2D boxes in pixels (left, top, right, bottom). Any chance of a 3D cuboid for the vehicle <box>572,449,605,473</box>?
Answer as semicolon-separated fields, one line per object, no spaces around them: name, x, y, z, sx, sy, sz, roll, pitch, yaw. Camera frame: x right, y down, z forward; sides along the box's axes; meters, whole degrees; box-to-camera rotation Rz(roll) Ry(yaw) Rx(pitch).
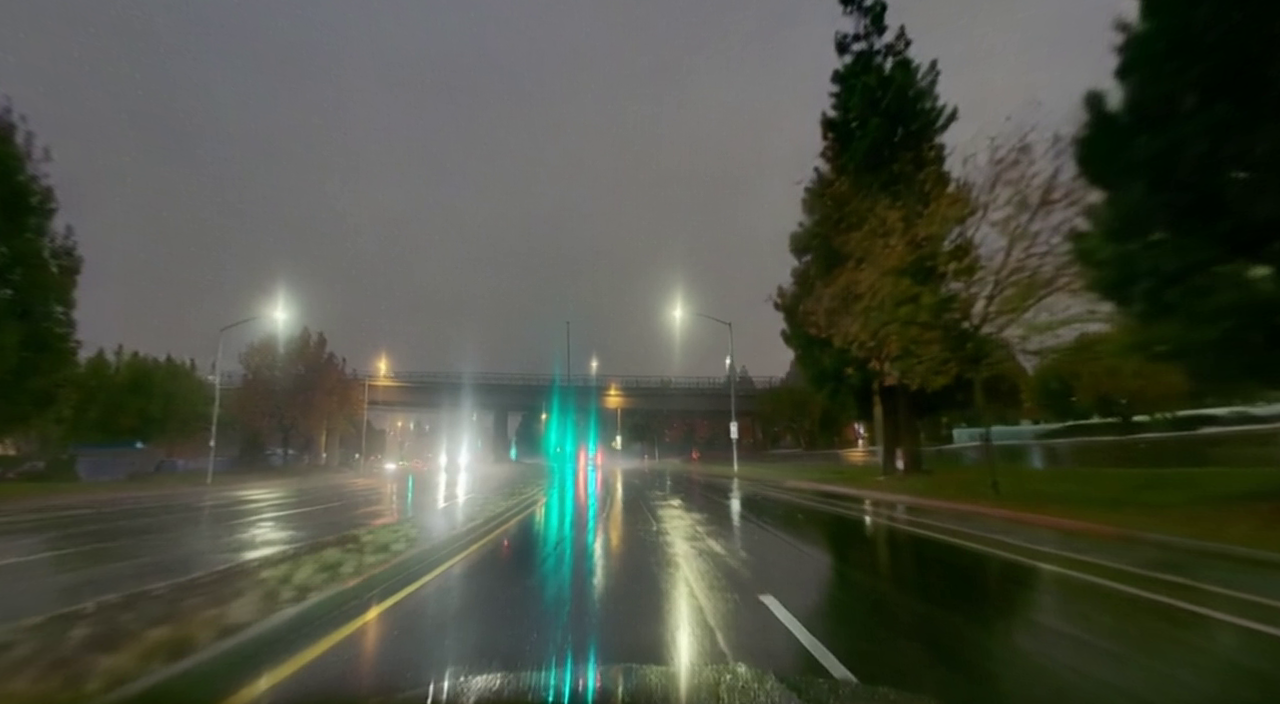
vehicle;-4.022;8.385;48.792;2.184;1.713;4.231;1;-8;-9
